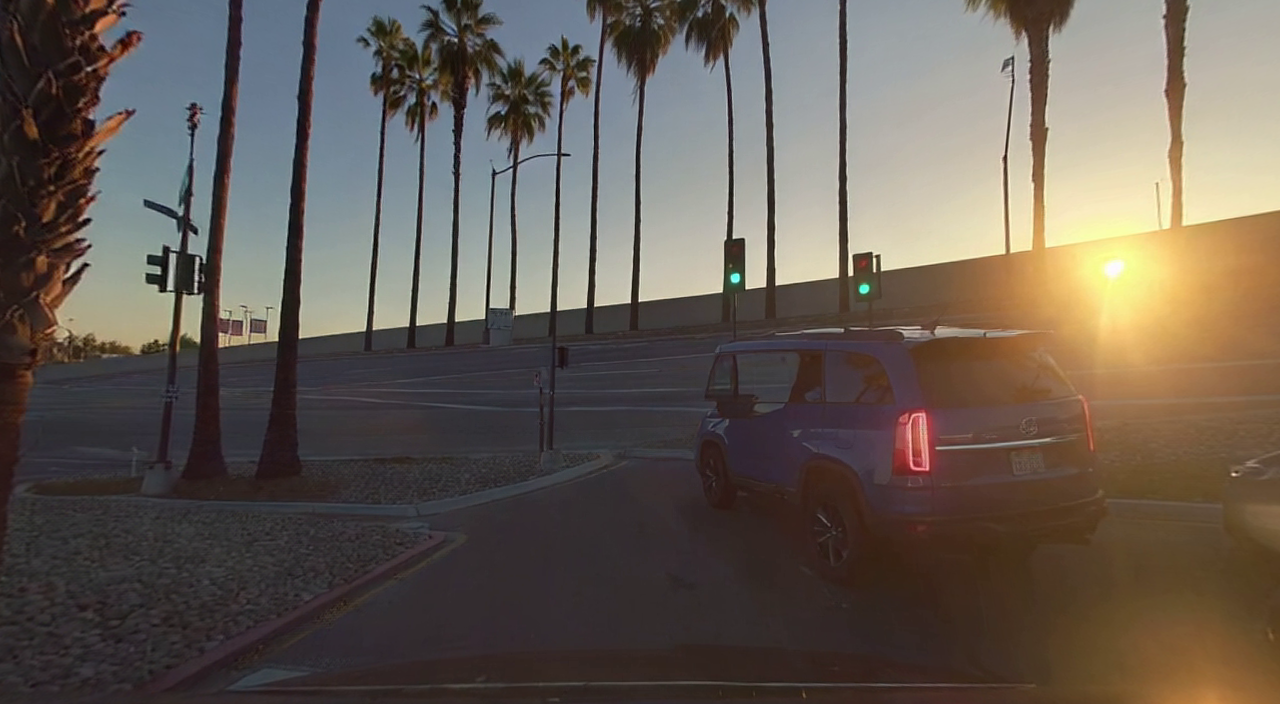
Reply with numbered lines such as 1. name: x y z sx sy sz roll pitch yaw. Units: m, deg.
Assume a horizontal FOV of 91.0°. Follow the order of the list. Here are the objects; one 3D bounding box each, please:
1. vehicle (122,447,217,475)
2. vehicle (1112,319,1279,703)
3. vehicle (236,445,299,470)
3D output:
1. vehicle: -26.559 6.162 35.749 1.830 1.443 4.551 0 -9 2
2. vehicle: 3.458 0.523 0.789 2.028 1.770 4.737 0 -9 0
3. vehicle: -26.267 7.420 44.555 1.941 1.631 4.017 0 -9 0
